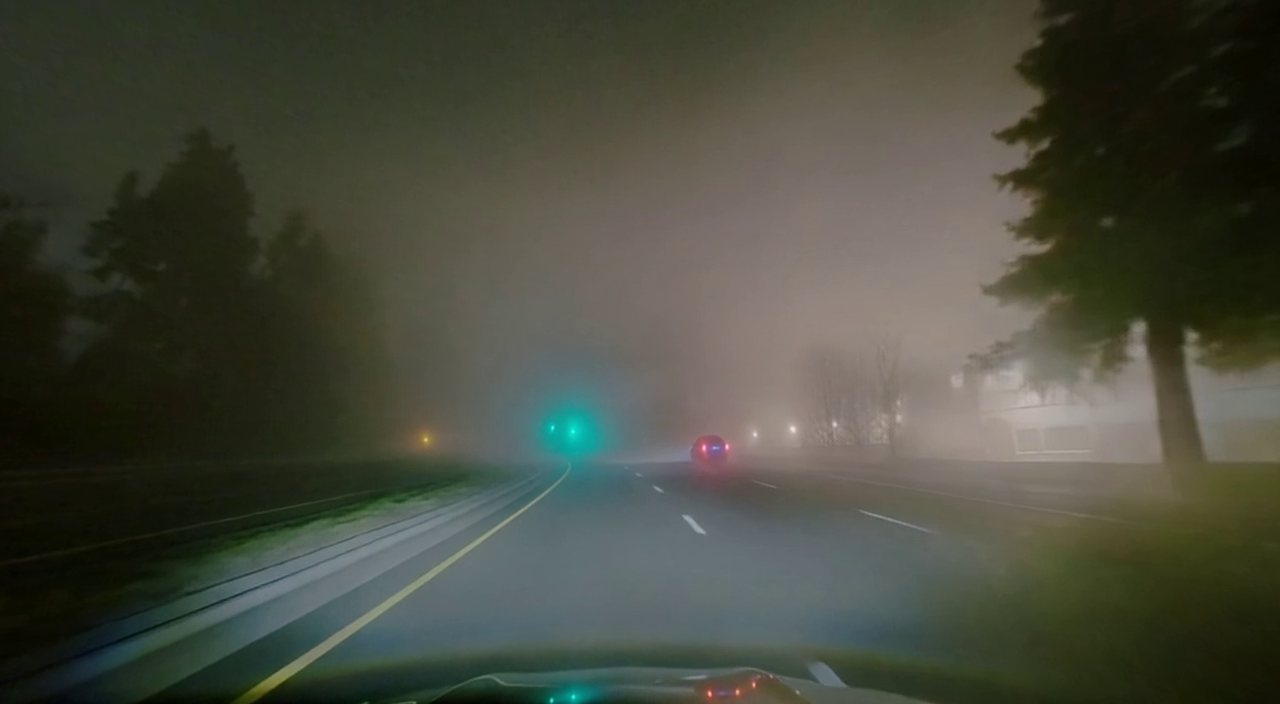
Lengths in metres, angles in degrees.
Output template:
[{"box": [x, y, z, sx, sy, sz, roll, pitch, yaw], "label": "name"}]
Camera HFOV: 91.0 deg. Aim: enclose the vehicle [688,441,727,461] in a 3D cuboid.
[{"box": [5.288, 7.844, 49.897, 1.908, 1.483, 4.474, 1, -9, -9], "label": "vehicle"}]
